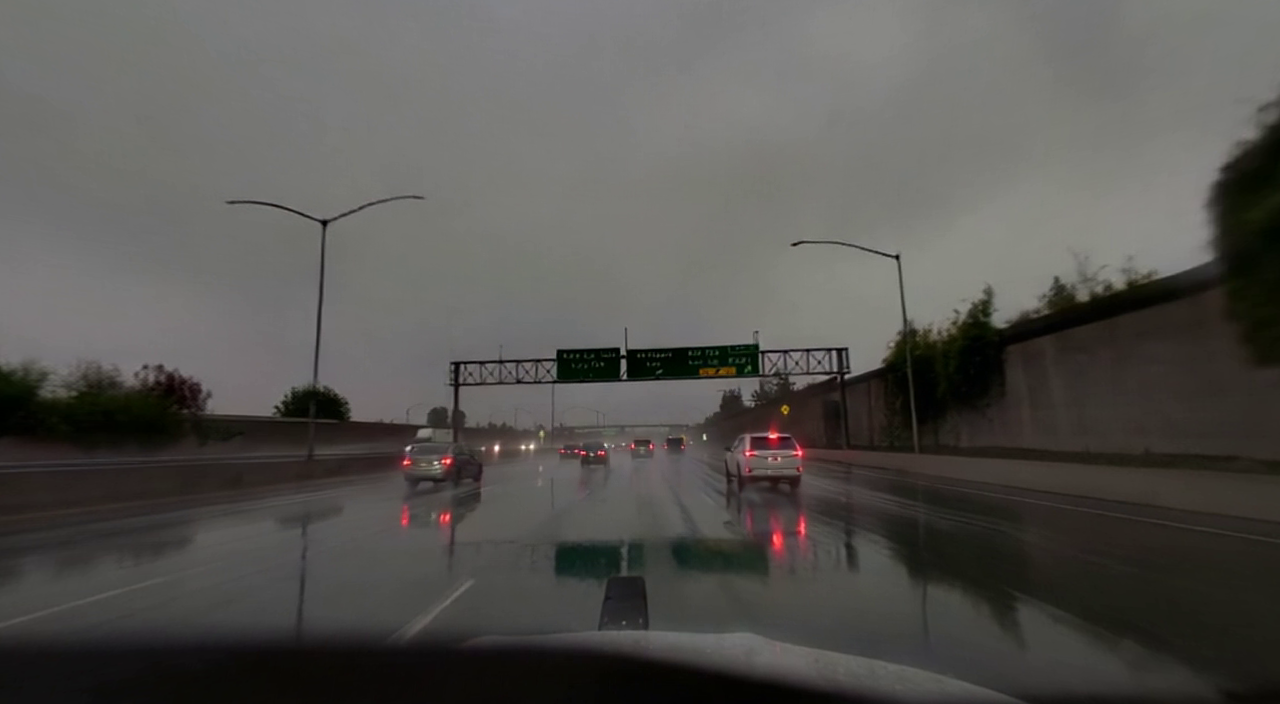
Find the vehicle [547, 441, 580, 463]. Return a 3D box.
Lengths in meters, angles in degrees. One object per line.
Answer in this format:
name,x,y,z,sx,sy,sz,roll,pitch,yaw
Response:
vehicle,-5.917,7.772,49.036,1.992,1.604,3.966,0,-8,1

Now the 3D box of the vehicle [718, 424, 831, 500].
vehicle,3.569,3.016,17.737,2.083,1.823,4.627,0,-8,-1

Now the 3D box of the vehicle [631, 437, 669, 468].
vehicle,0.625,6.022,38.062,2.133,1.739,3.925,0,-8,1

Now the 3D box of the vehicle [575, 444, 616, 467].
vehicle,-2.834,6.707,41.128,2.205,1.406,4.286,0,-8,2

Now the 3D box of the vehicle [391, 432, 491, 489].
vehicle,-6.525,3.588,21.169,1.946,1.688,4.019,0,-8,1
